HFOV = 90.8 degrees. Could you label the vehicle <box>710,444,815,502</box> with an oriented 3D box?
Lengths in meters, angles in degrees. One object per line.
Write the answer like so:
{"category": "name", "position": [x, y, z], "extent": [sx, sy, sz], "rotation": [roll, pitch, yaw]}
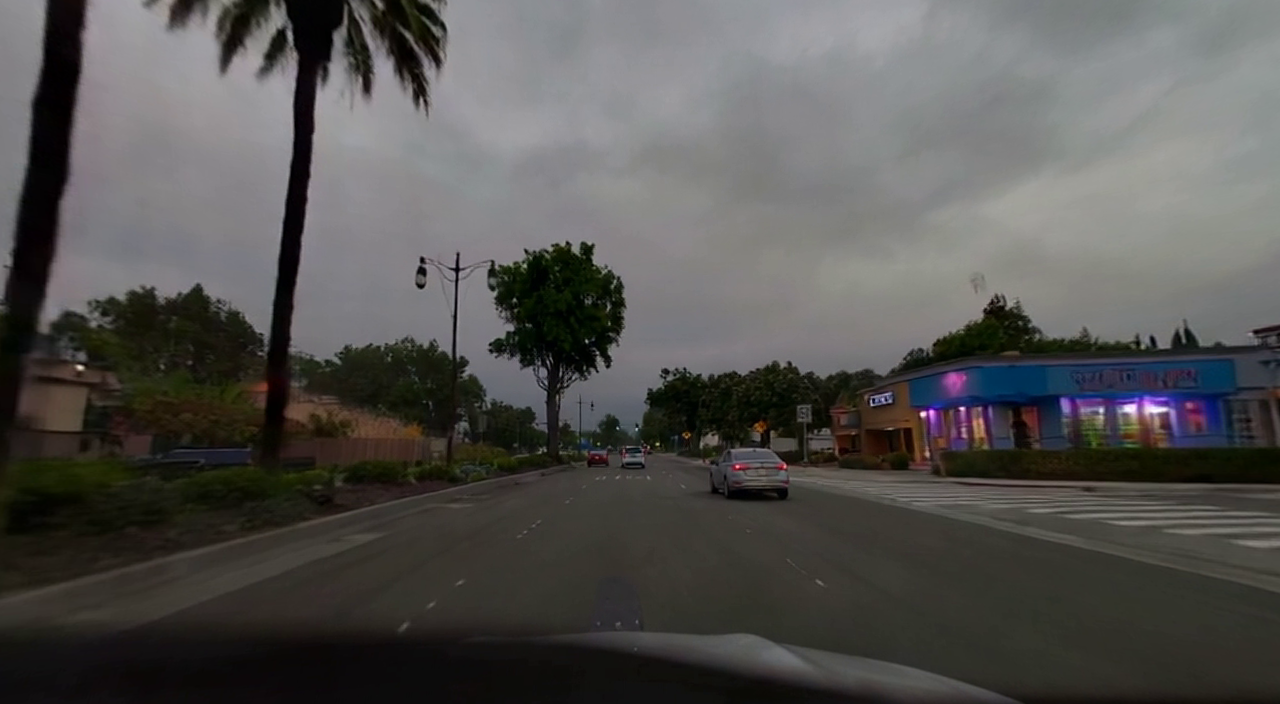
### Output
{"category": "vehicle", "position": [3.465, 3.508, 18.873], "extent": [2.090, 1.503, 4.566], "rotation": [0, -9, -2]}

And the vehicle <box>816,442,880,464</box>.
{"category": "vehicle", "position": [15.746, 7.700, 48.014], "extent": [4.091, 1.605, 2.017], "rotation": [0, -9, -1]}
